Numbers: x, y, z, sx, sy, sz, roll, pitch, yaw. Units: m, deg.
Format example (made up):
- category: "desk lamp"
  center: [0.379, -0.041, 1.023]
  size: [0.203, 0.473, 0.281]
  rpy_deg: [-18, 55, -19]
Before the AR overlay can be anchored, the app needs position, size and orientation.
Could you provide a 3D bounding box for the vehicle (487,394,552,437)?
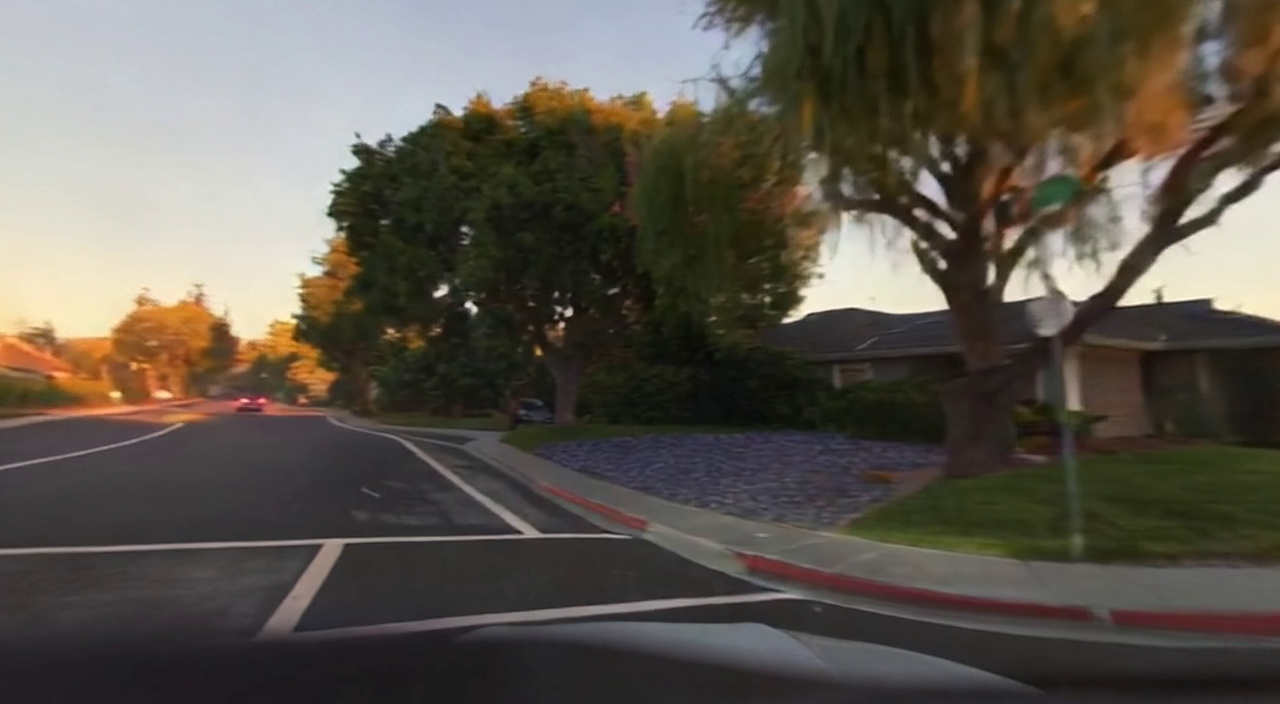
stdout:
- category: "vehicle"
  center: [-4.830, 2.577, 24.833]
  size: [1.860, 1.477, 4.629]
  rpy_deg: [3, -9, -18]
